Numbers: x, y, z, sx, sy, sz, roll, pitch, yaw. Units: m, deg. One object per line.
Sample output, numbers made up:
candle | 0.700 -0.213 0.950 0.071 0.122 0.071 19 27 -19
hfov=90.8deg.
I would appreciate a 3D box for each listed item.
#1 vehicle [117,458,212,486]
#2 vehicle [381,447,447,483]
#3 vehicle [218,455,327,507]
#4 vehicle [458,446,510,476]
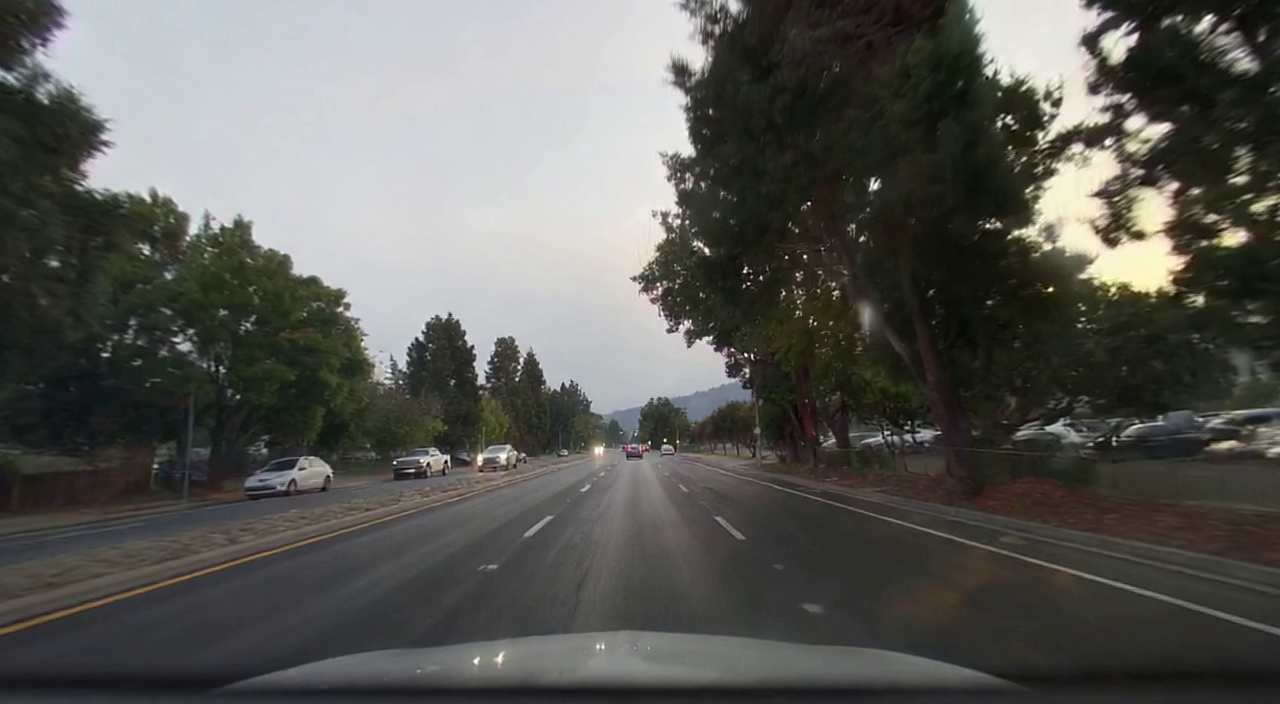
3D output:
vehicle | -26.834 6.760 35.692 4.284 1.431 1.878 -3 -9 14
vehicle | -14.439 7.201 40.750 2.251 1.972 5.672 -4 -8 -1
vehicle | -14.547 5.080 25.330 2.054 1.630 4.211 -4 -7 -3
vehicle | -10.061 7.086 41.300 2.110 1.811 5.190 -1 -9 0
